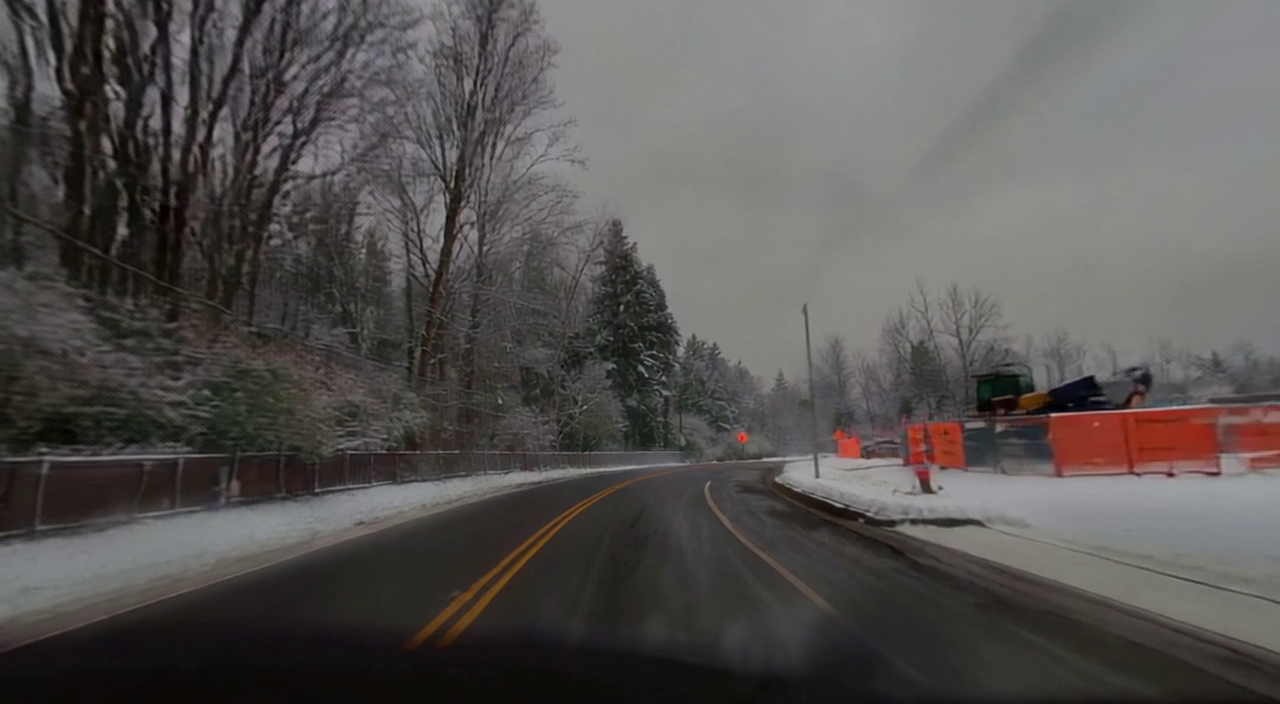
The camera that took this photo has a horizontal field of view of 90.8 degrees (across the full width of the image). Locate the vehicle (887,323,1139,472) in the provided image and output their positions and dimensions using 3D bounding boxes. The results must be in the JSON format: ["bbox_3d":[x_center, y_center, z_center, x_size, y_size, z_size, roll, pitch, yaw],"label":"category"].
[{"bbox_3d":[11.222,1.892,20.892,2.984,3.691,10.409,-1,-9,6],"label":"vehicle"}]
